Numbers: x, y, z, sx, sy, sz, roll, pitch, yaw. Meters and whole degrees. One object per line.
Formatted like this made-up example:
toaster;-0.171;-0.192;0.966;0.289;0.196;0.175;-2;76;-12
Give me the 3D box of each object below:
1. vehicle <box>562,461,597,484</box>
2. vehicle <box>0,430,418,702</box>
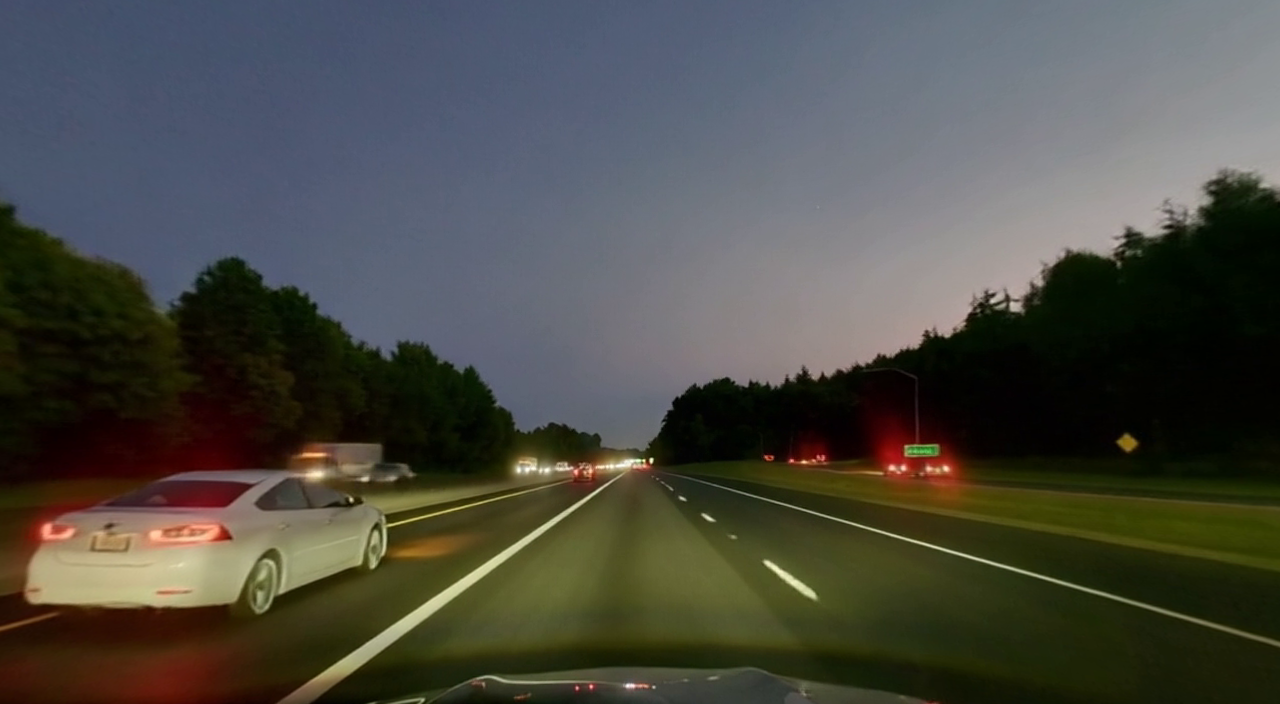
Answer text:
vehicle;-4.347;8.800;46.030;2.126;1.488;4.186;1;-11;-1
vehicle;-3.827;1.555;5.685;1.998;1.427;4.462;1;-11;0
